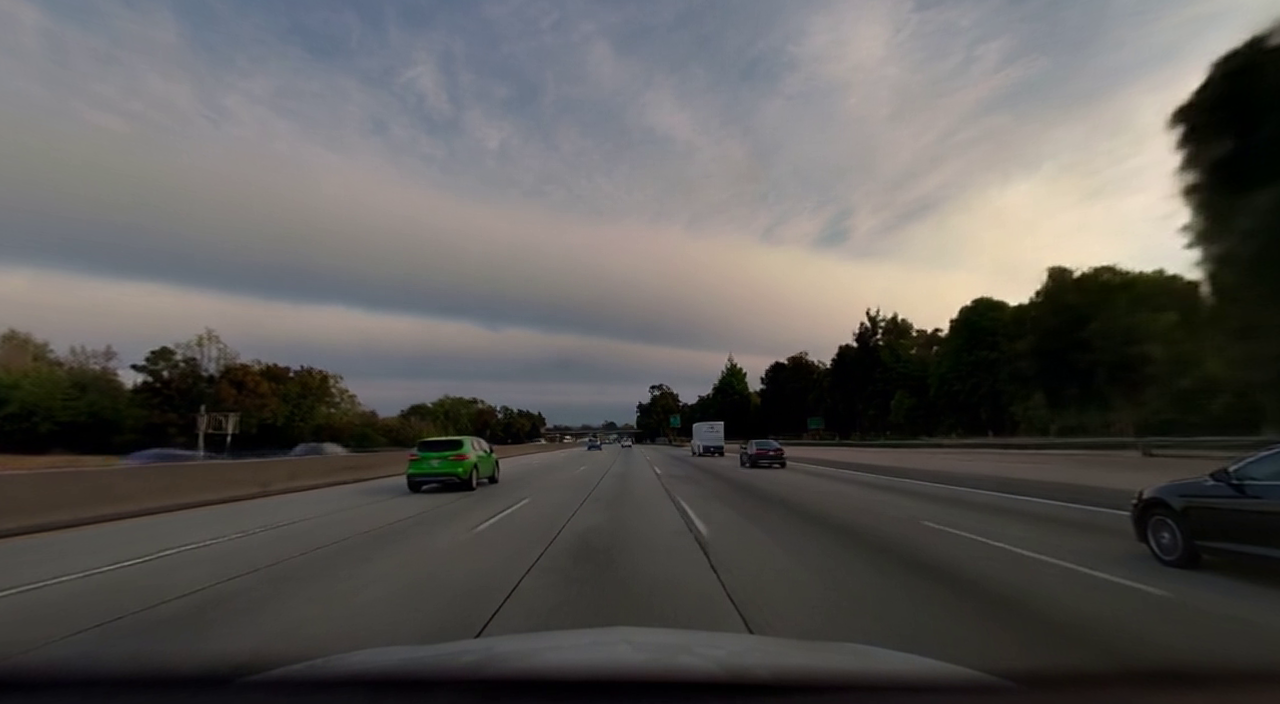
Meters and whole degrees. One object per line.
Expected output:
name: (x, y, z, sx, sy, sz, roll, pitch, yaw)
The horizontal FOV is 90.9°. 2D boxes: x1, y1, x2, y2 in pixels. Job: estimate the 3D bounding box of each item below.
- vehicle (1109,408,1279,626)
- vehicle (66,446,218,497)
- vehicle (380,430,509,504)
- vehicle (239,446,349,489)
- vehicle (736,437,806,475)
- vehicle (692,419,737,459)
vehicle: (5.422, 1.047, 3.717, 2.028, 1.488, 4.236, 0, -8, 0)
vehicle: (-16.747, 4.000, 21.493, 1.846, 1.516, 4.152, 0, -8, -2)
vehicle: (-4.643, 2.767, 15.590, 1.966, 1.570, 3.859, 0, -8, 0)
vehicle: (-12.901, 4.295, 23.852, 1.796, 1.429, 4.203, 0, -8, 0)
vehicle: (5.297, 4.252, 25.982, 1.920, 1.436, 3.890, 0, -8, -2)
vehicle: (5.702, 6.779, 49.032, 2.588, 2.910, 5.511, 0, -8, -2)
